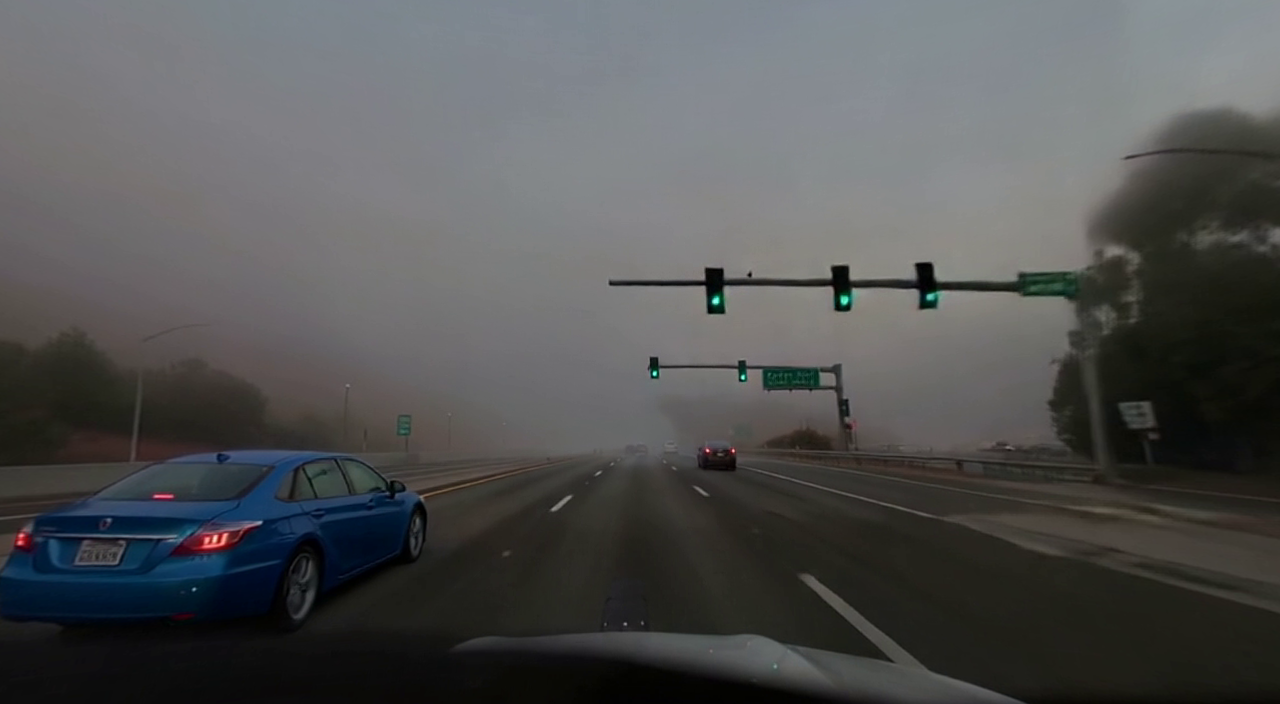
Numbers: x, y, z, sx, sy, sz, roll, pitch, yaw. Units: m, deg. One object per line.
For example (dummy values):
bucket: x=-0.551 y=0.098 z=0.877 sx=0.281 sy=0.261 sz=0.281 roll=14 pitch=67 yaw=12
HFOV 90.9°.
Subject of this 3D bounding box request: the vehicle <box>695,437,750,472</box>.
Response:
vehicle: x=3.686 y=4.678 z=29.057 sx=1.916 sy=1.469 sz=4.481 roll=0 pitch=-8 yaw=0
